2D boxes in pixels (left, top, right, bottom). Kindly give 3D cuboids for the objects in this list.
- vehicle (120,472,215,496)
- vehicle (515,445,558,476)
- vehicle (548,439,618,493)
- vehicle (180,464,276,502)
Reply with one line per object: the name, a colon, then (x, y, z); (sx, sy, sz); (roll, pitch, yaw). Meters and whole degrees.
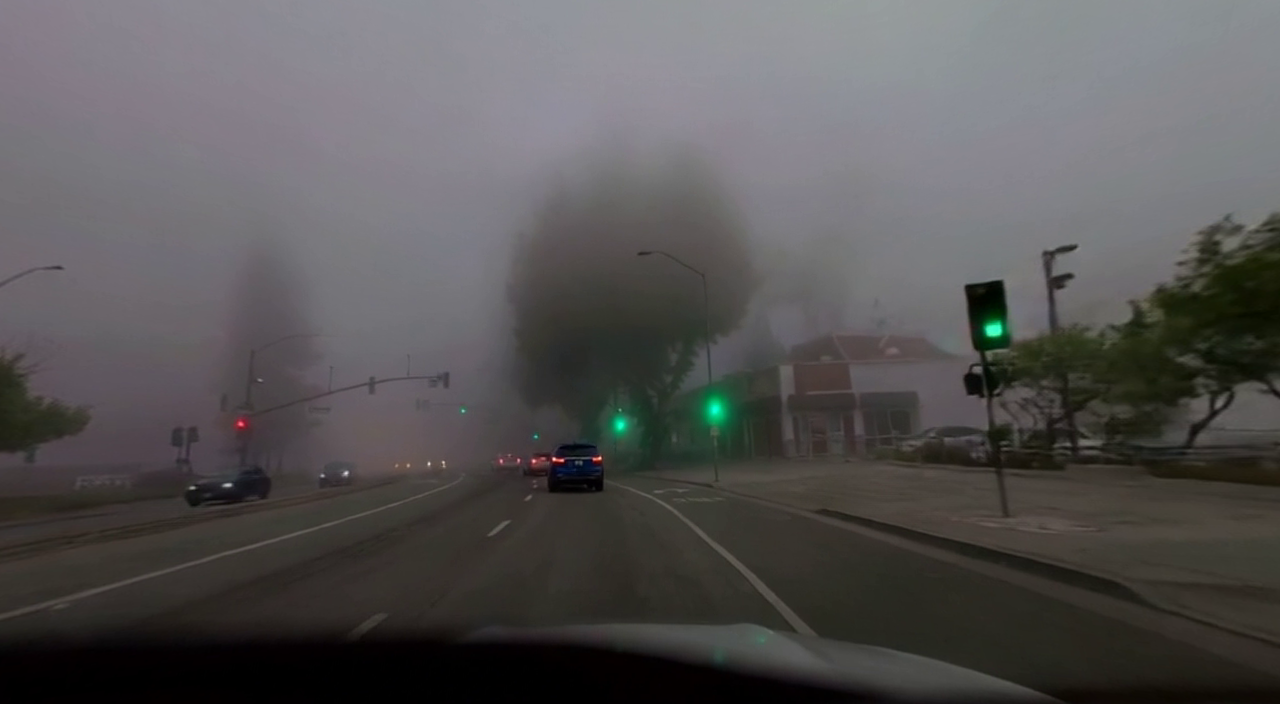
vehicle: (-33.048, 9.233, 44.368); (4.804, 1.544, 2.244); (4, -10, -21)
vehicle: (-7.065, 7.283, 42.558); (2.067, 1.947, 4.628); (3, -10, -18)
vehicle: (-2.139, 4.069, 22.770); (2.227, 1.733, 3.930); (2, -9, -9)
vehicle: (-18.857, 6.002, 29.201); (2.071, 1.506, 4.604); (2, -9, -11)
